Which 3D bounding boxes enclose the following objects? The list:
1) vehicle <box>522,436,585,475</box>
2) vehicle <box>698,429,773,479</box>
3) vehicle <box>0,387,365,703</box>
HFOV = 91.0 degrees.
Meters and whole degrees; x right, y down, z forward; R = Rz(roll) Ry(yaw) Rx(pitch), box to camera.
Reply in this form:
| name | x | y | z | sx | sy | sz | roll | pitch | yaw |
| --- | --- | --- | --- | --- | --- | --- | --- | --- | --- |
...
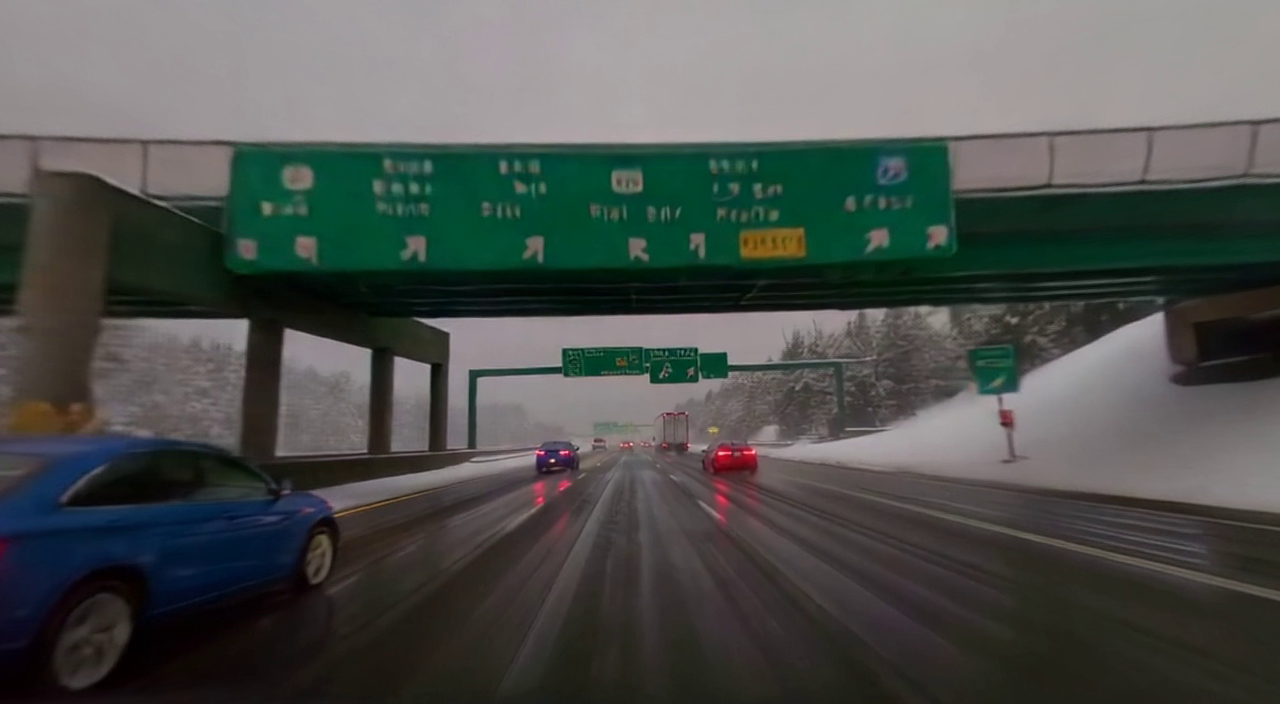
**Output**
| name | x | y | z | sx | sy | sz | roll | pitch | yaw |
| --- | --- | --- | --- | --- | --- | --- | --- | --- | --- |
| vehicle | -3.588 | 4.373 | 26.917 | 2.064 | 1.479 | 4.370 | -1 | -8 | 0 |
| vehicle | 3.390 | 3.715 | 23.210 | 2.001 | 1.625 | 4.088 | 0 | -8 | -1 |
| vehicle | -3.483 | 1.016 | 3.230 | 2.122 | 1.486 | 4.532 | -1 | -8 | 0 |
